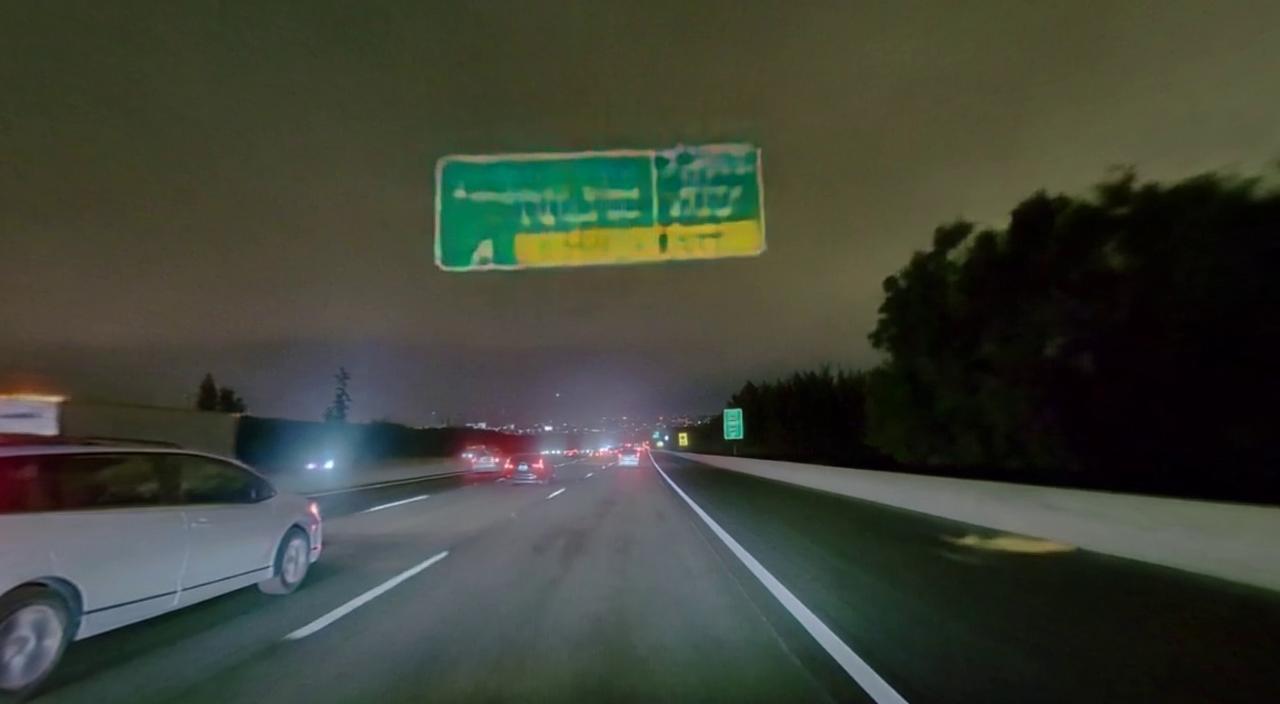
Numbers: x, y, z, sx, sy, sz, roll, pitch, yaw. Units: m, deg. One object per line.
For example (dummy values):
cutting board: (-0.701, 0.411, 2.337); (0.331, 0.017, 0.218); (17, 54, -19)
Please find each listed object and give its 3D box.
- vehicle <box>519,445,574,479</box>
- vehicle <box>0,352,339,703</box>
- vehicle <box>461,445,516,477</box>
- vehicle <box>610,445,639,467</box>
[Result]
vehicle: (-4.334, 5.146, 29.553); (1.988, 1.477, 4.118); (0, -9, -1)
vehicle: (-4.012, 1.046, 3.823); (2.074, 1.779, 4.588); (0, -9, -1)
vehicle: (-7.800, 5.638, 32.596); (1.936, 1.516, 3.904); (0, -9, 0)
vehicle: (-1.099, 7.498, 45.194); (2.023, 1.479, 3.718); (0, -9, -1)
